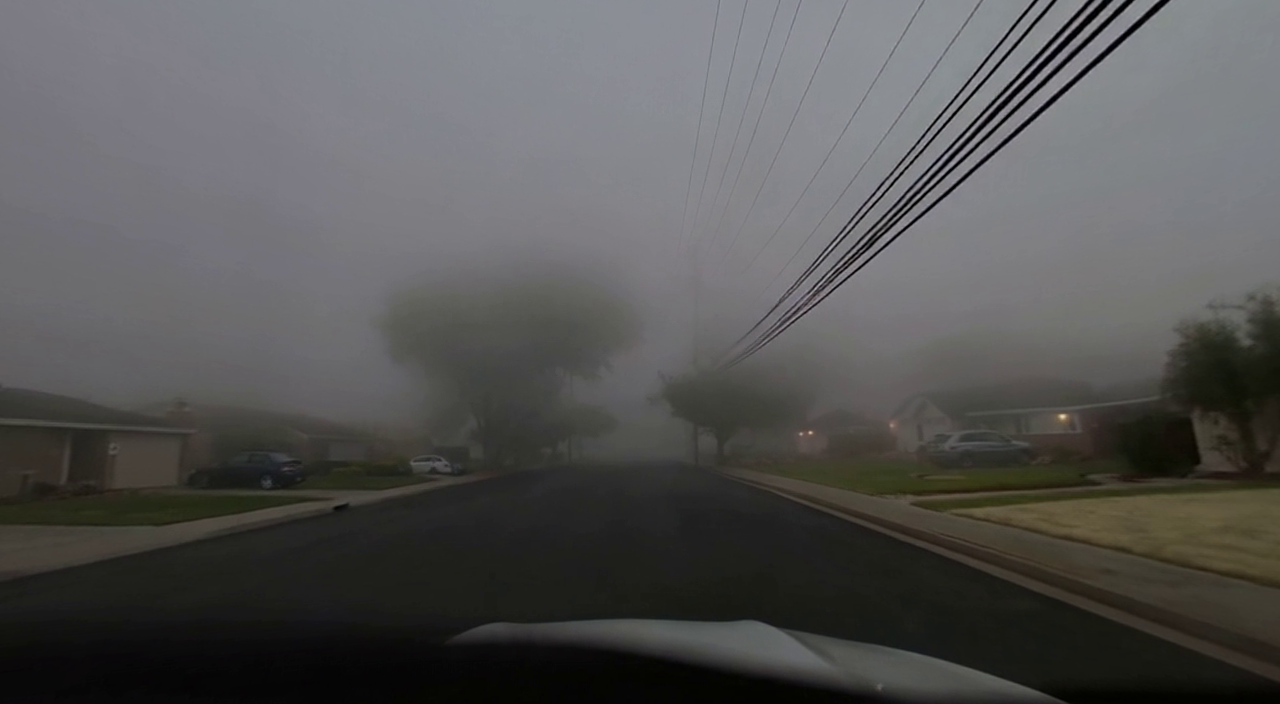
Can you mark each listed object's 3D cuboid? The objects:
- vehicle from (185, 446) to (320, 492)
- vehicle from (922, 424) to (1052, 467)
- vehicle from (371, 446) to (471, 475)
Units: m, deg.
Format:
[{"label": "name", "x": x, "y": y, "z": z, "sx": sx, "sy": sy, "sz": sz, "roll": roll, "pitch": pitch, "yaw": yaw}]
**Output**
[{"label": "vehicle", "x": -14.939, "y": 4.502, "z": 24.817, "sx": 1.978, "sy": 1.586, "sz": 5.192, "roll": 0, "pitch": -8, "yaw": 0}, {"label": "vehicle", "x": 14.994, "y": 4.074, "z": 27.540, "sx": 4.373, "sy": 1.759, "sz": 2.093, "roll": 0, "pitch": -9, "yaw": 5}, {"label": "vehicle", "x": -12.457, "y": 6.192, "z": 36.149, "sx": 4.893, "sy": 1.567, "sz": 2.105, "roll": -1, "pitch": -8, "yaw": 6}]
